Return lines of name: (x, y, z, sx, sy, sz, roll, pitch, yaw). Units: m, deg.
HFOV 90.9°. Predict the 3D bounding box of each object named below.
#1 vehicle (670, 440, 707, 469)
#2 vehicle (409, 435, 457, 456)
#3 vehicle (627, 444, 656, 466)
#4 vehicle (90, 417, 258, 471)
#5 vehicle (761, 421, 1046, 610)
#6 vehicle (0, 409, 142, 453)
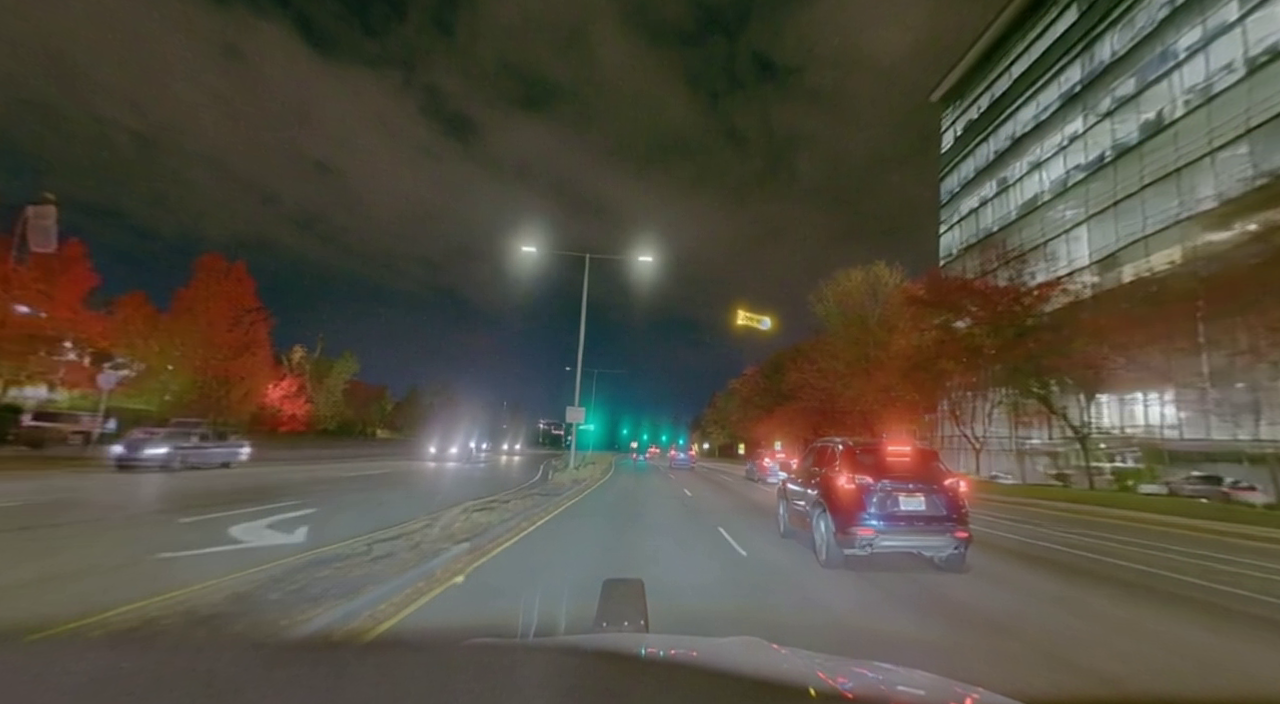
vehicle: (3.542, 7.548, 46.670, 2.154, 1.844, 4.634, 4, -8, 0)
vehicle: (-15.448, 7.003, 47.285, 1.985, 1.479, 4.657, 0, -8, 0)
vehicle: (0.085, 7.290, 44.624, 1.991, 1.477, 3.814, 0, -8, -1)
vehicle: (-15.265, 3.073, 21.090, 2.029, 1.588, 4.654, 0, -8, 0)
vehicle: (2.872, 1.820, 7.911, 1.901, 1.634, 3.896, 4, -8, 0)
vehicle: (-26.952, 3.683, 29.122, 6.055, 1.910, 2.113, 0, -8, 1)
